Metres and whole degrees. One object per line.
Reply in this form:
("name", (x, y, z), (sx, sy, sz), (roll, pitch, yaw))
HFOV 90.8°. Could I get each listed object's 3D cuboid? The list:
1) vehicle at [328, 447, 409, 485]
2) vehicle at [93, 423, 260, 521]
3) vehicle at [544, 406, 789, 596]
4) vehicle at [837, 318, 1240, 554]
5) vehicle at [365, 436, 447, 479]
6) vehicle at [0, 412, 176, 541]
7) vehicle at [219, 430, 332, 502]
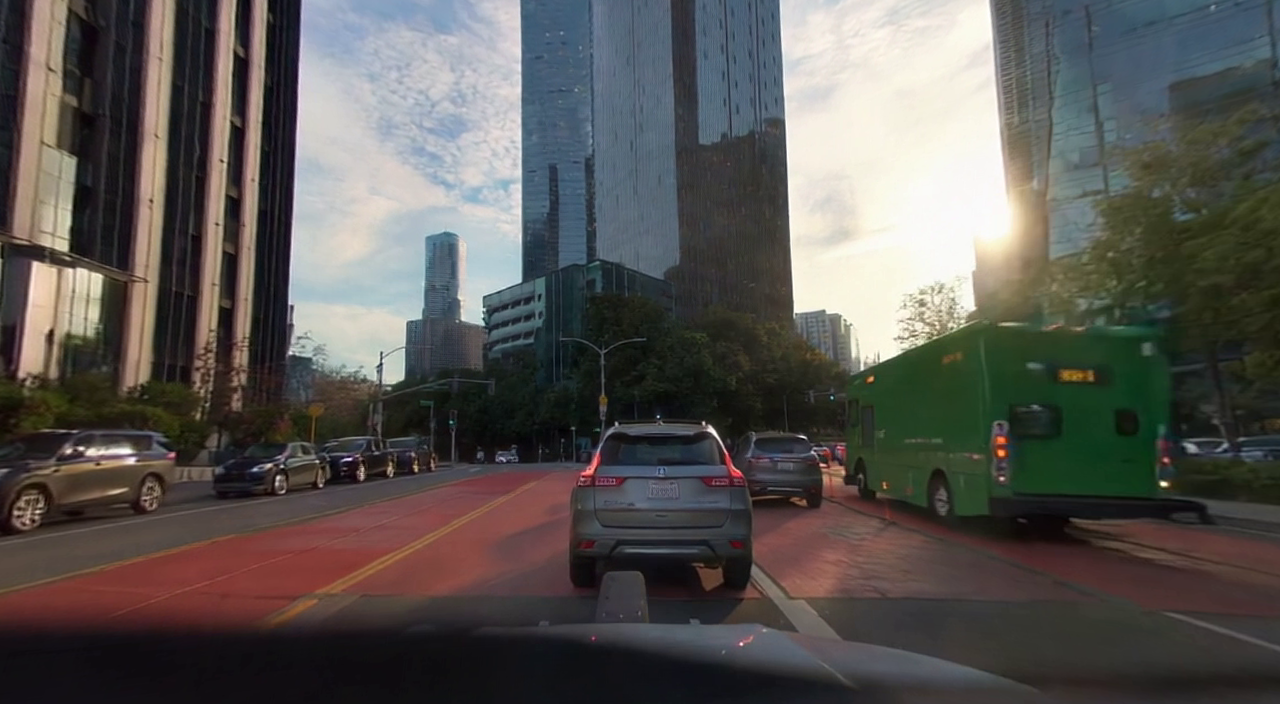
("vehicle", (-11.364, 4.781, 26.779), (1.791, 1.463, 4.210), (0, -9, -4))
("vehicle", (-10.718, 2.753, 14.938), (1.482, 2.019, 3.297), (0, -9, -3))
("vehicle", (0.293, 1.653, 7.842), (2.192, 1.695, 4.142), (0, -9, 2))
("vehicle", (6.443, 1.651, 12.280), (3.113, 3.116, 7.650), (0, -8, 3))
("vehicle", (-11.770, 5.350, 32.299), (2.338, 1.963, 5.740), (0, -9, -4))
("vehicle", (-10.374, 2.151, 11.364), (1.543, 1.946, 3.454), (1, -9, -5))
("vehicle", (-11.036, 3.448, 19.399), (1.559, 1.973, 3.419), (1, -9, -5))
